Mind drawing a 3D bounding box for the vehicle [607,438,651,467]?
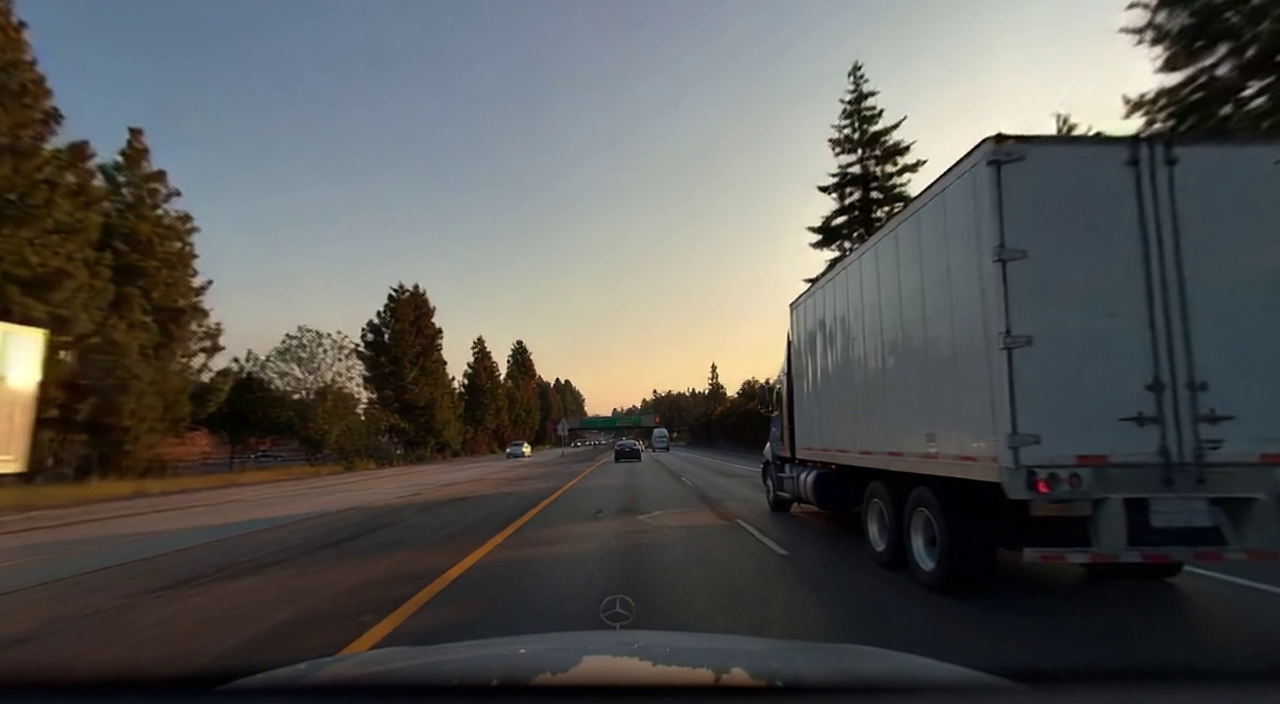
[{"bbox_3d":[-0.592,5.380,34.082,2.259,1.466,3.693,0,-8,-1],"label":"vehicle"}]

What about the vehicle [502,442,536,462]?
[{"bbox_3d":[-9.380,7.718,49.030,1.882,1.446,3.944,0,-8,-1],"label":"vehicle"}]

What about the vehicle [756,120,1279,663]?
[{"bbox_3d":[3.833,0.697,8.189,2.921,3.526,8.207,0,-8,-1],"label":"vehicle"}]
